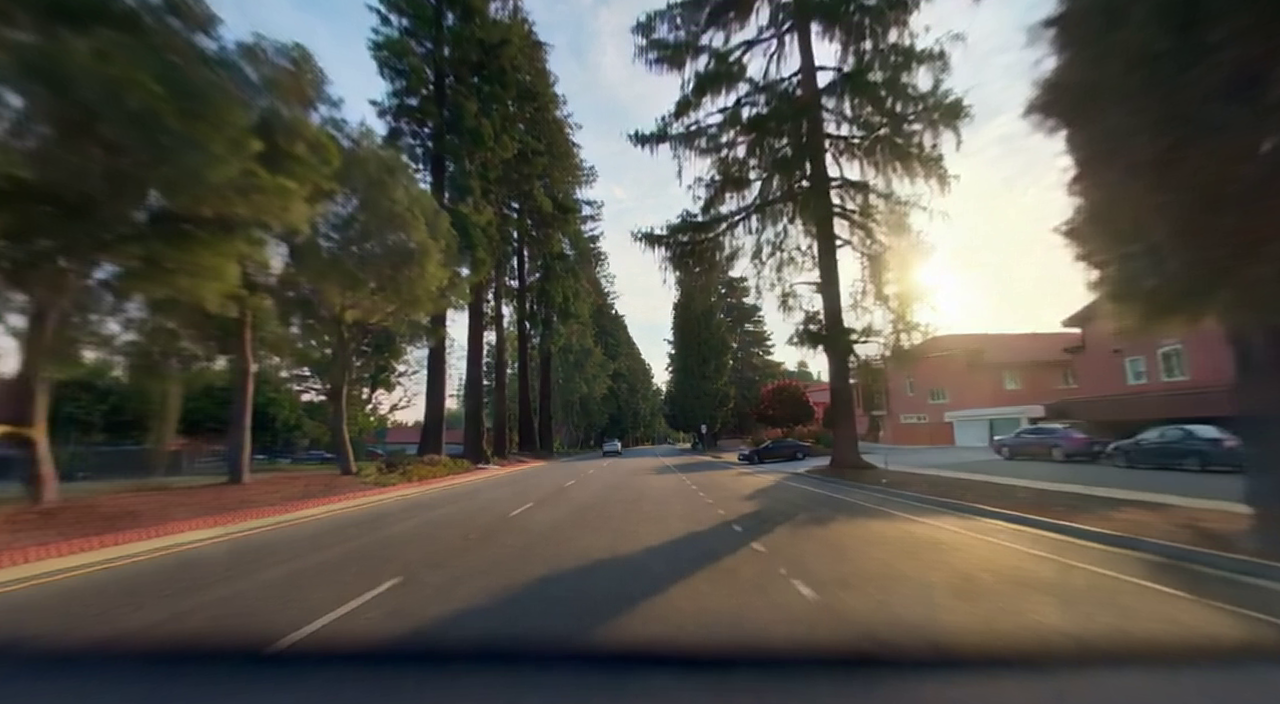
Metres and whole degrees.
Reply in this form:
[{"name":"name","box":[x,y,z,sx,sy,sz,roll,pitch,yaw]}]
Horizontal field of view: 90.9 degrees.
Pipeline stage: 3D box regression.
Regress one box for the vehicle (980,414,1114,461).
[{"name":"vehicle","box":[17.494,3.744,27.575,2.094,1.813,5.789,-1,-8,2]}]

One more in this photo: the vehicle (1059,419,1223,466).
[{"name":"vehicle","box":[17.037,3.144,21.823,1.825,1.458,4.689,0,-8,0]}]

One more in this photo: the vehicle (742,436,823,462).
[{"name":"vehicle","box":[8.556,5.897,38.258,4.575,1.514,1.932,-1,-8,7]}]
